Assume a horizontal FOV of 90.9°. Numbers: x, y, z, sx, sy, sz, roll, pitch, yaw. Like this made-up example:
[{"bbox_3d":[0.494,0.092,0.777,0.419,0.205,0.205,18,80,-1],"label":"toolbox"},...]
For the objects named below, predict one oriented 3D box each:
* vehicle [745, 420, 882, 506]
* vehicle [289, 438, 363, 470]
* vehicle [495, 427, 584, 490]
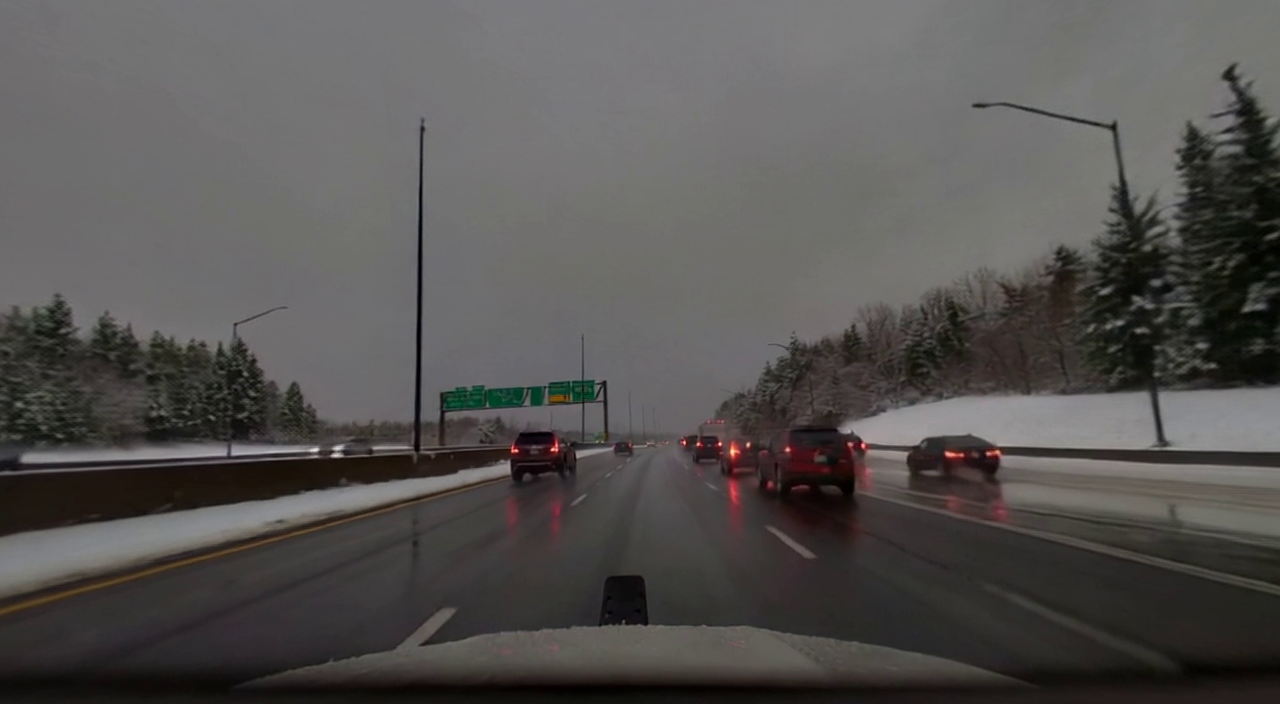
[{"bbox_3d":[3.882,2.589,15.056,1.991,1.715,4.455,-1,-9,0],"label":"vehicle"},{"bbox_3d":[-18.398,5.979,37.203,1.922,1.713,4.461,-1,-9,2],"label":"vehicle"},{"bbox_3d":[-3.029,3.324,19.952,2.006,1.741,4.277,-1,-9,1],"label":"vehicle"}]
